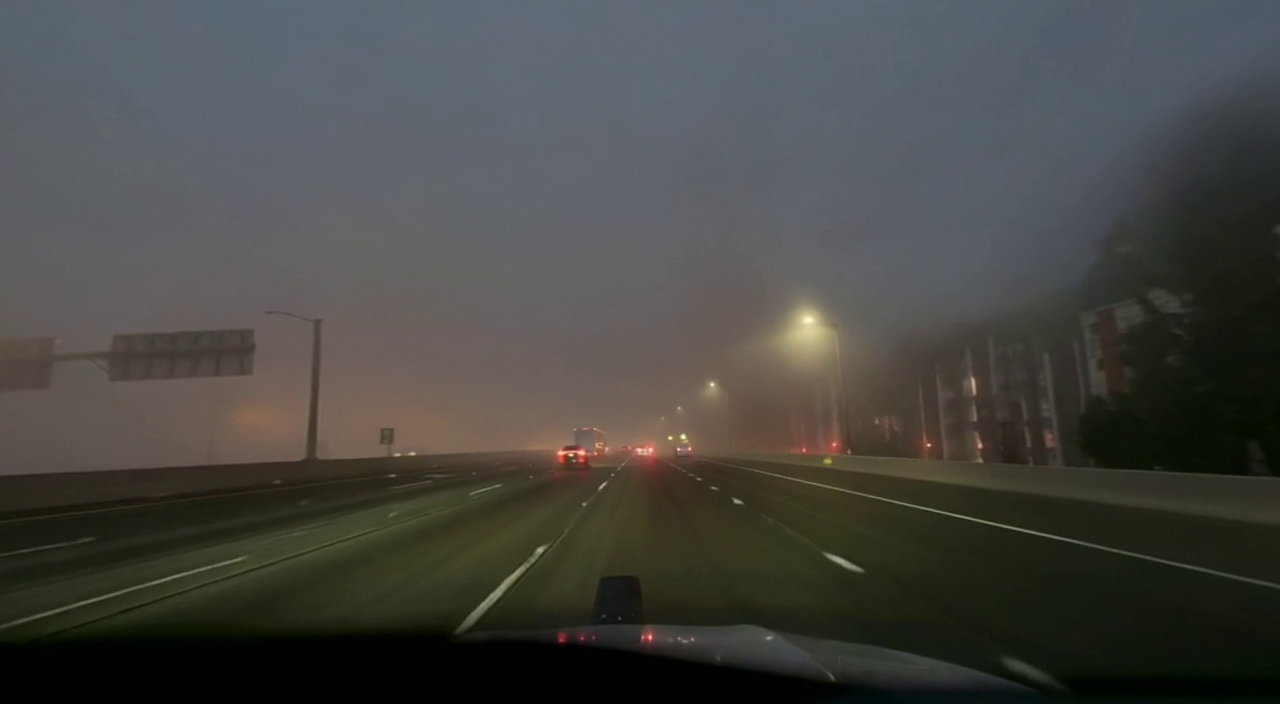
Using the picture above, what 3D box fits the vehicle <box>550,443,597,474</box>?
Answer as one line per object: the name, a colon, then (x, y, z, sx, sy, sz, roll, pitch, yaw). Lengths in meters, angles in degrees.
vehicle: (-3.686, 6.022, 35.721, 2.195, 1.630, 4.336, 0, -9, 0)
